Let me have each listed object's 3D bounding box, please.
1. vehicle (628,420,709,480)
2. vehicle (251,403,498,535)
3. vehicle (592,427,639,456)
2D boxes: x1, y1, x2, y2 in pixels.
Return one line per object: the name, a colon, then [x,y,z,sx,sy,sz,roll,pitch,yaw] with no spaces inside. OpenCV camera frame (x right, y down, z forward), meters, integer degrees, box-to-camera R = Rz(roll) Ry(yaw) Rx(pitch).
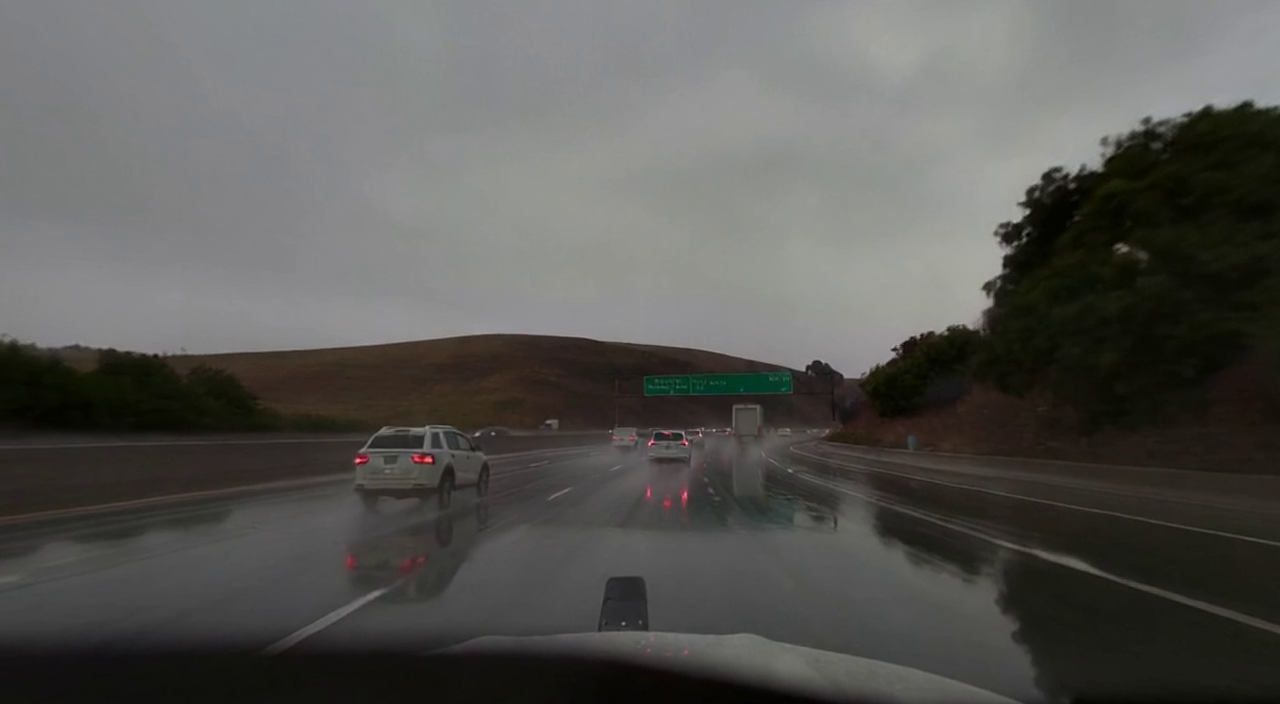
vehicle: [1.006,3.320,21.588,2.484,1.820,4.497,-1,-8,4]
vehicle: [-3.964,1.836,10.475,2.077,1.712,4.406,0,-8,1]
vehicle: [-1.456,5.573,39.289,2.194,1.702,4.305,-1,-8,7]
